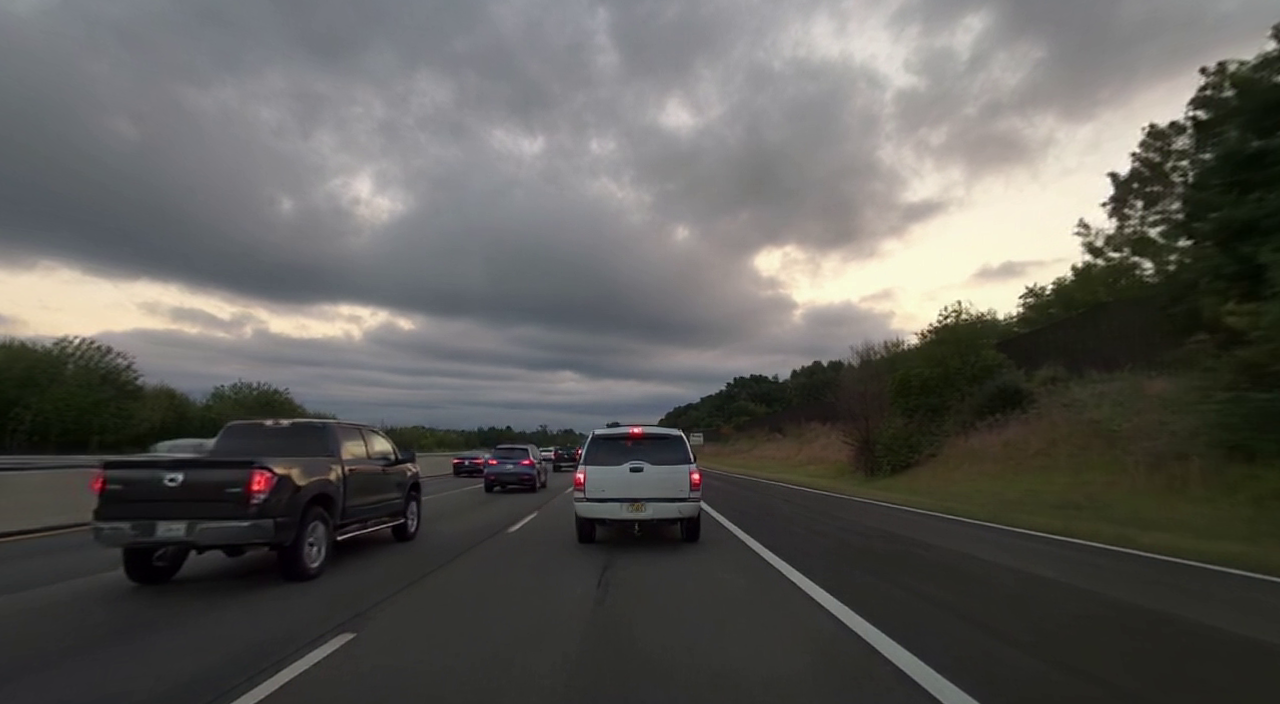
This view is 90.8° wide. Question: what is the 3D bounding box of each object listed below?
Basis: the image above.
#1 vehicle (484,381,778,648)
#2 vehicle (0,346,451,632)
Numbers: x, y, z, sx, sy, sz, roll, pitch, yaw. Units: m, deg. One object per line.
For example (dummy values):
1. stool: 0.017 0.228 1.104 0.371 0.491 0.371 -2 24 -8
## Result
1. vehicle: -0.089 1.361 6.080 1.995 1.798 3.380 0 -9 -1
2. vehicle: -3.948 1.386 7.230 2.055 2.144 4.782 0 -9 0
